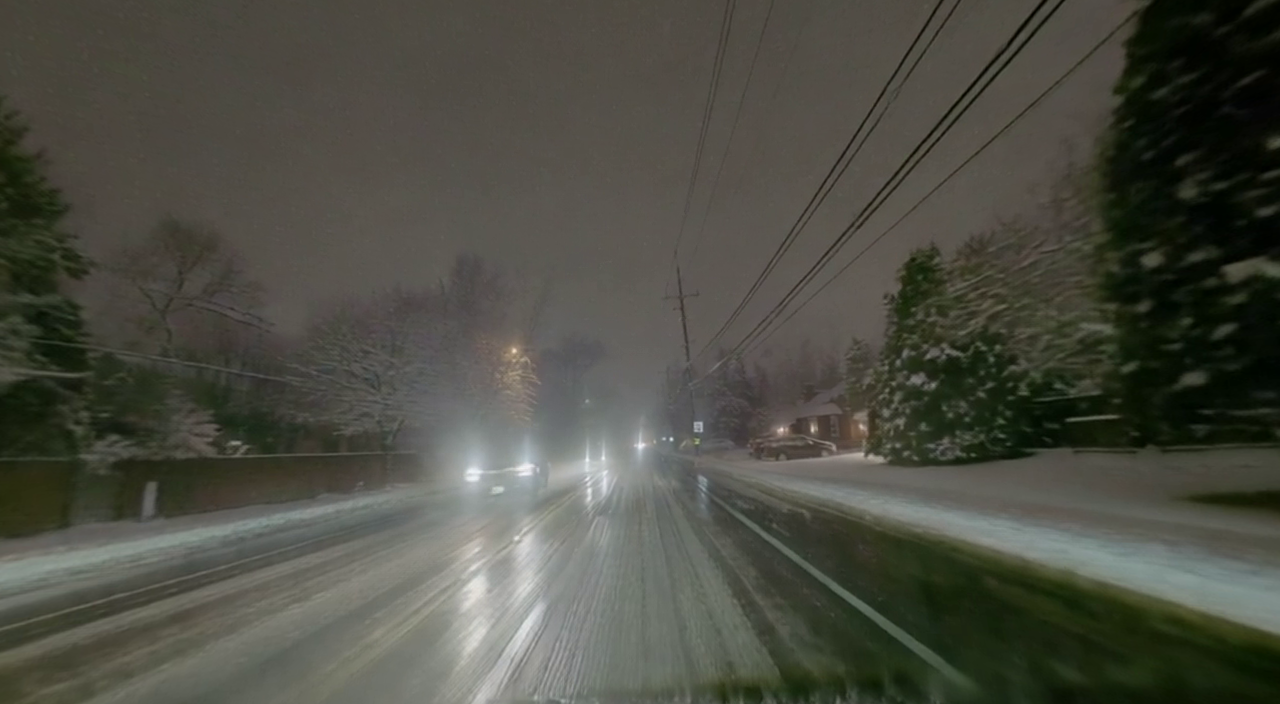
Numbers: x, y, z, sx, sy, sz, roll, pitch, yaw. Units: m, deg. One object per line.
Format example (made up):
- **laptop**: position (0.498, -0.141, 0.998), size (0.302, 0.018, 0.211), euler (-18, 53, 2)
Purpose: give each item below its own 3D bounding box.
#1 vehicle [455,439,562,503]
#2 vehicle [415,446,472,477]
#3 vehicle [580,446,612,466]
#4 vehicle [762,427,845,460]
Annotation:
- **vehicle**: position (-3.631, 3.351, 18.232), size (2.102, 1.524, 4.387), euler (-2, -8, 1)
- **vehicle**: position (-13.153, 7.313, 42.531), size (2.053, 1.906, 4.889), euler (0, -8, 3)
- **vehicle**: position (-3.117, 7.524, 45.787), size (1.968, 1.394, 3.890), euler (-1, -8, 1)
- **vehicle**: position (10.331, 5.821, 40.088), size (4.626, 1.731, 2.007), euler (-3, -8, -2)
